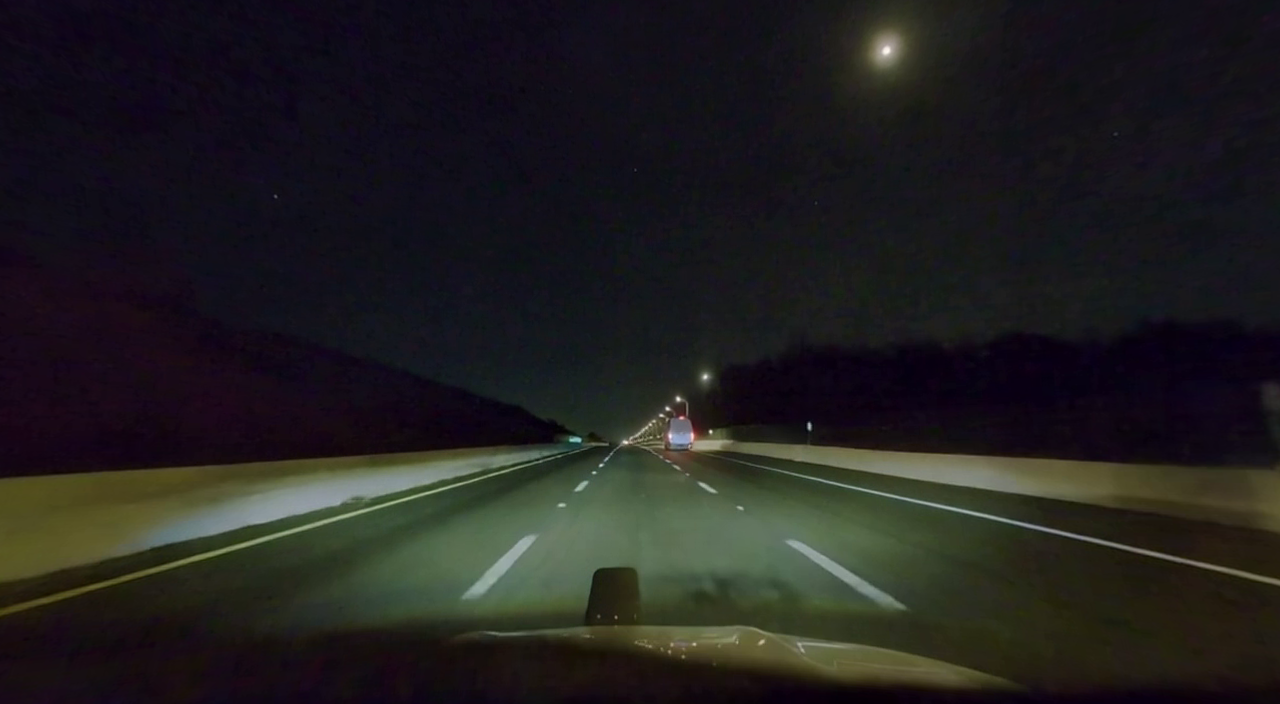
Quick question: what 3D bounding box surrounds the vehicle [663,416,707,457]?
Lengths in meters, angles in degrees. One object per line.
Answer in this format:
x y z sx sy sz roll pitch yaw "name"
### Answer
3.140 6.154 45.703 2.431 2.667 6.921 0 -8 -2 "vehicle"
